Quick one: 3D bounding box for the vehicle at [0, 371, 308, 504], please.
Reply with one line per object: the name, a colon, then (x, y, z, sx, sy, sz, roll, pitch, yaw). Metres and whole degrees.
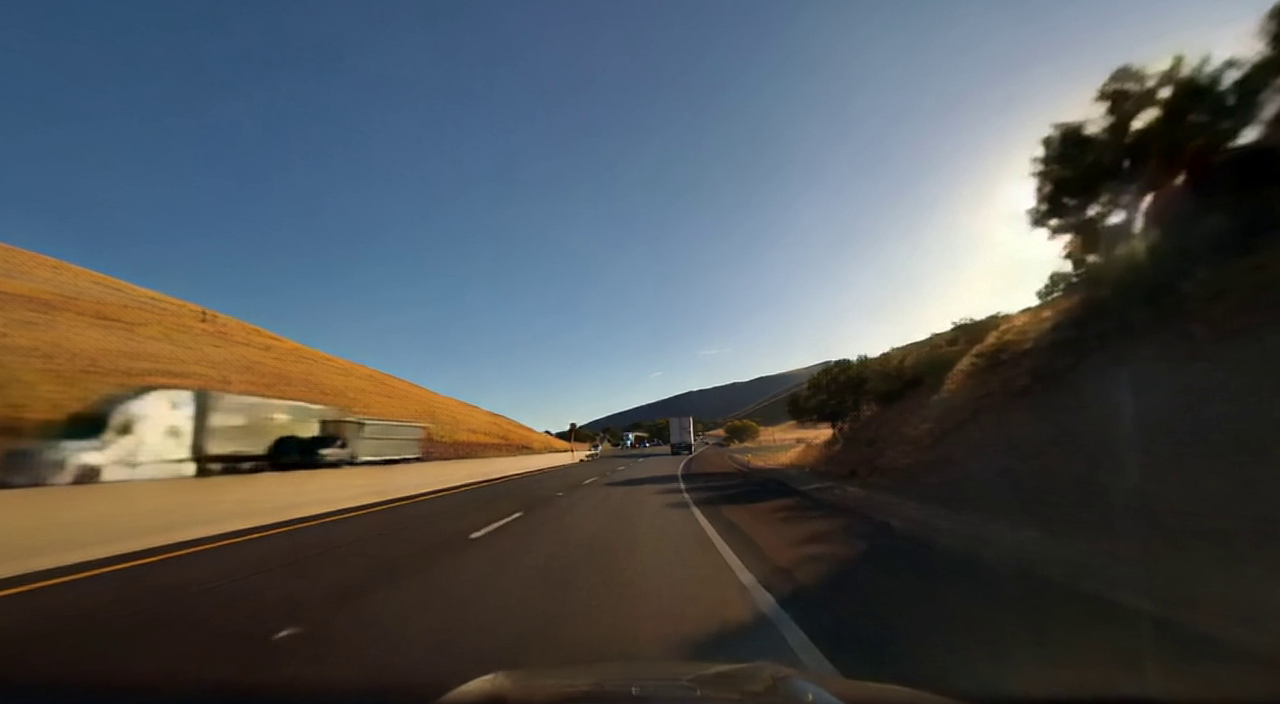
vehicle: (-14.386, 2.789, 19.922, 2.932, 3.214, 9.129, 0, -9, -1)

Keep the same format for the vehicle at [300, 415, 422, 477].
vehicle: (-14.387, 5.002, 33.414, 2.777, 2.828, 8.062, 0, -9, 0)
